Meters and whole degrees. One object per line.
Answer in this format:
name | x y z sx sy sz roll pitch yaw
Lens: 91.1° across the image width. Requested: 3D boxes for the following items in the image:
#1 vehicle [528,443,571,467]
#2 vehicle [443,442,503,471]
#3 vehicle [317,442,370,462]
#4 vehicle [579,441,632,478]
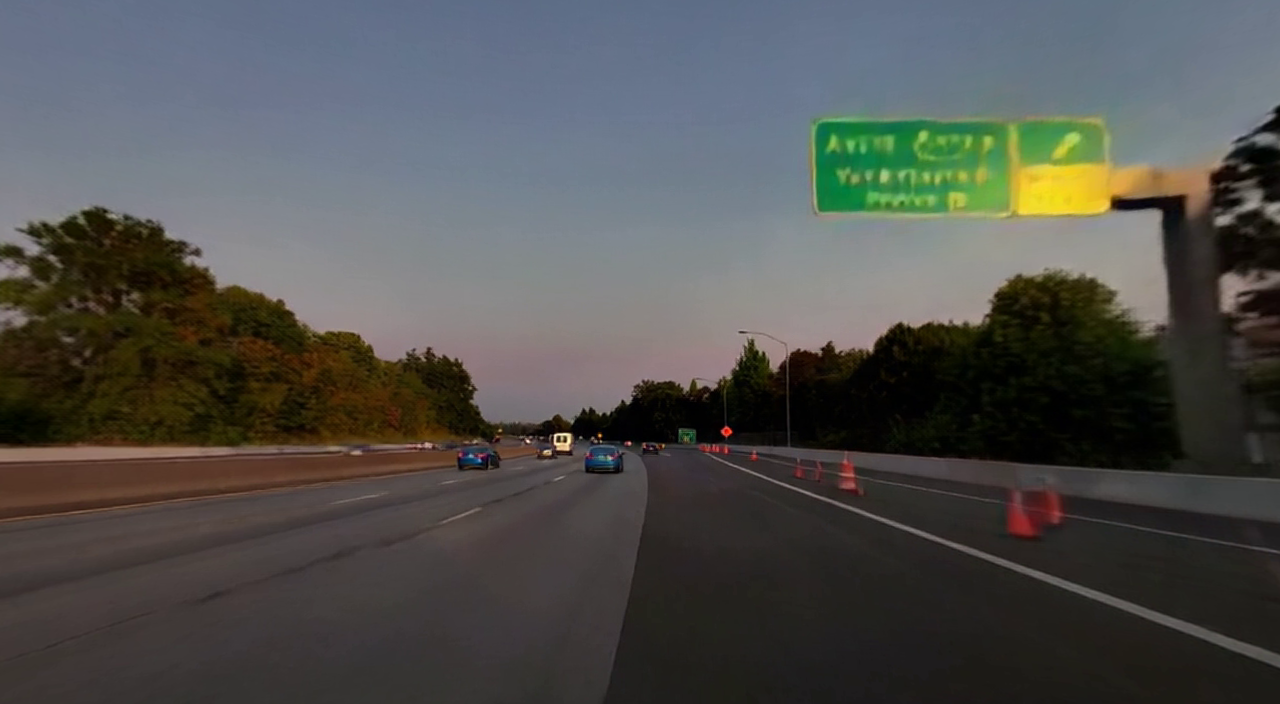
vehicle | -5.588 6.403 39.260 1.951 1.439 4.633 0 -8 1
vehicle | -8.966 5.616 34.082 1.946 1.472 4.472 0 -8 1
vehicle | -23.185 7.834 49.258 1.939 1.504 4.576 0 -8 0
vehicle | -1.407 4.644 27.409 1.963 1.462 4.681 0 -8 1
